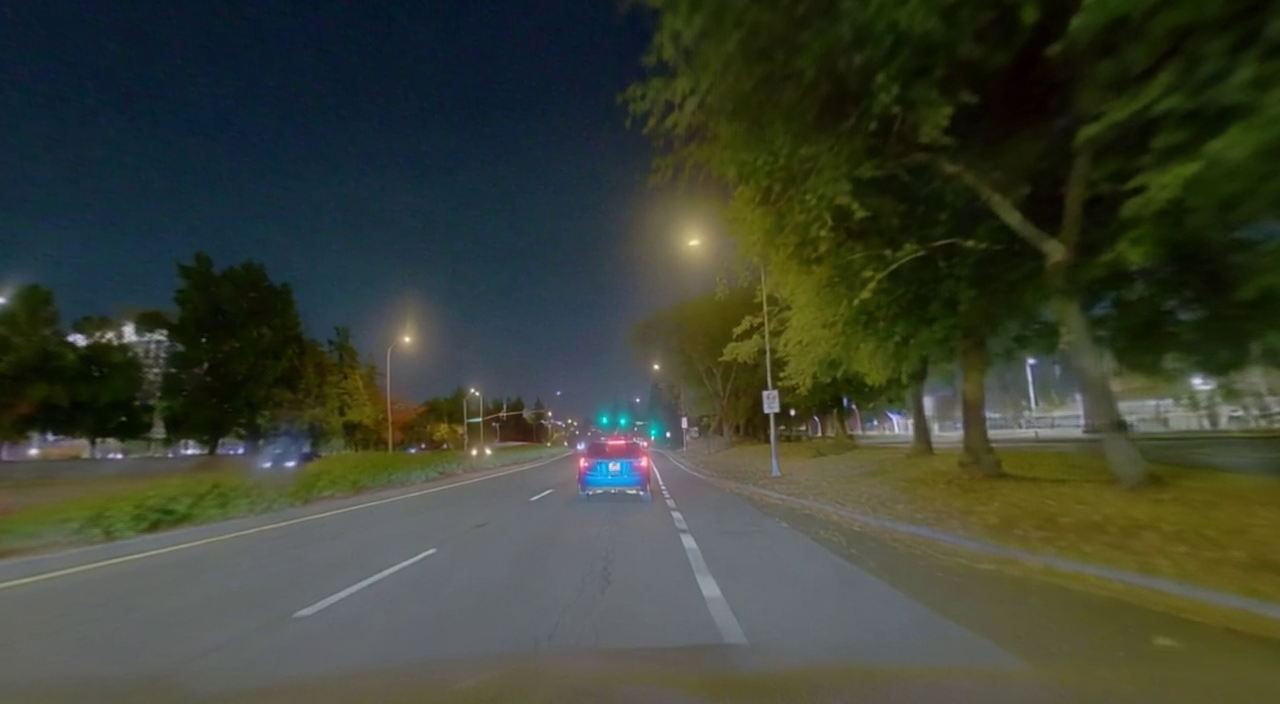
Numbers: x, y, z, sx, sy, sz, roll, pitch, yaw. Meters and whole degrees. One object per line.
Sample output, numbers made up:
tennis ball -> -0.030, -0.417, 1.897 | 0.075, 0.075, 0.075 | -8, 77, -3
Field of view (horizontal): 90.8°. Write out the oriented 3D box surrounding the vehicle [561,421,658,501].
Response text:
vehicle -> -0.680, 2.723, 16.178 | 2.131, 1.761, 4.242 | 0, -8, 0
